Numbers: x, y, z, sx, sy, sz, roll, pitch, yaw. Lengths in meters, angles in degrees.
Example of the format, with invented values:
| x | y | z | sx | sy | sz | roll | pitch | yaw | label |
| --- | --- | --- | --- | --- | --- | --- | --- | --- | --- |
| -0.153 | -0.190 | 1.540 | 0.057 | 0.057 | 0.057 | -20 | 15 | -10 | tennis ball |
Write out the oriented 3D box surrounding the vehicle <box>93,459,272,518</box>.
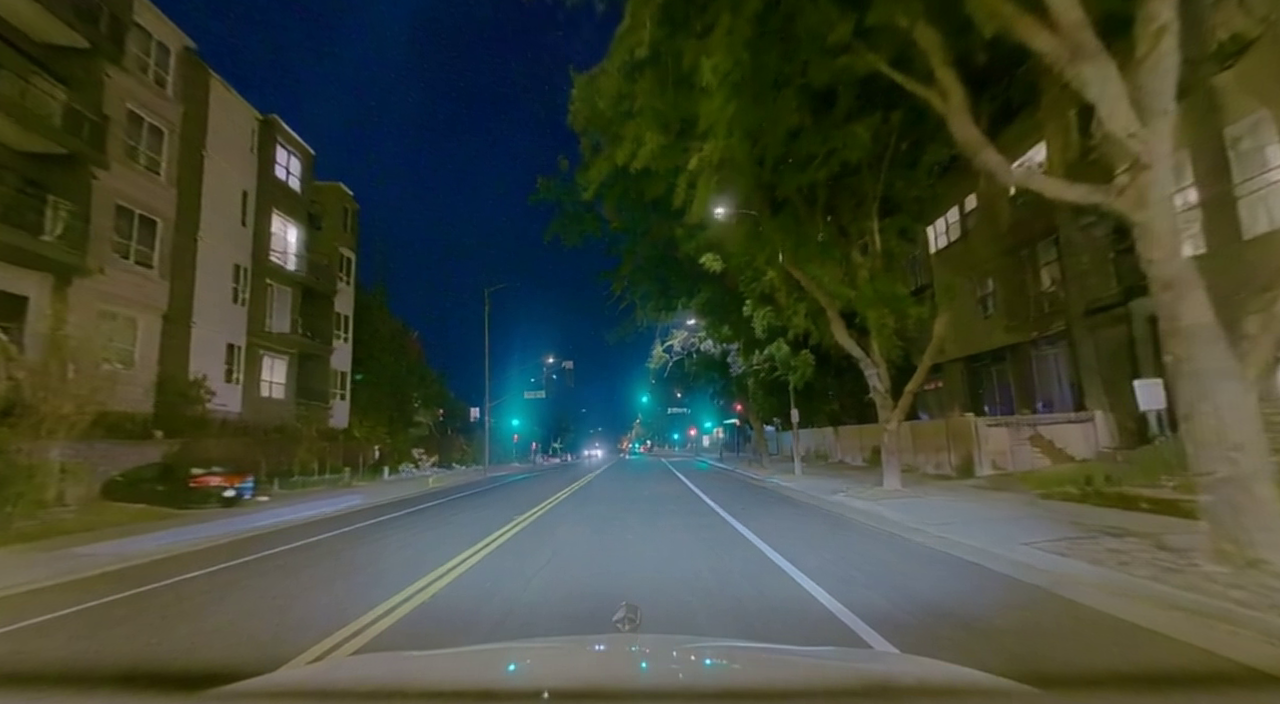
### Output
| x | y | z | sx | sy | sz | roll | pitch | yaw | label |
| --- | --- | --- | --- | --- | --- | --- | --- | --- | --- |
| -12.797 | 3.809 | 18.127 | 1.934 | 1.389 | 4.364 | 0 | -9 | -1 | vehicle |

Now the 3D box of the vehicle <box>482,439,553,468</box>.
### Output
| x | y | z | sx | sy | sz | roll | pitch | yaw | label |
| --- | --- | --- | --- | --- | --- | --- | --- | --- | --- |
| -8.601 | 7.112 | 44.277 | 4.569 | 1.909 | 2.037 | -5 | -9 | 26 | vehicle |

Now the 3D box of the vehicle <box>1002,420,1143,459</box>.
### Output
| x | y | z | sx | sy | sz | roll | pitch | yaw | label |
| --- | --- | --- | --- | --- | --- | --- | --- | --- | --- |
| 17.230 | 3.512 | 25.334 | 4.161 | 1.442 | 2.023 | -1 | -9 | -1 | vehicle |

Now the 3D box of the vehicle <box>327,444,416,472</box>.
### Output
| x | y | z | sx | sy | sz | roll | pitch | yaw | label |
| --- | --- | --- | --- | --- | --- | --- | --- | --- | --- |
| -20.723 | 8.187 | 48.918 | 5.829 | 2.003 | 2.260 | 0 | -9 | -2 | vehicle |
